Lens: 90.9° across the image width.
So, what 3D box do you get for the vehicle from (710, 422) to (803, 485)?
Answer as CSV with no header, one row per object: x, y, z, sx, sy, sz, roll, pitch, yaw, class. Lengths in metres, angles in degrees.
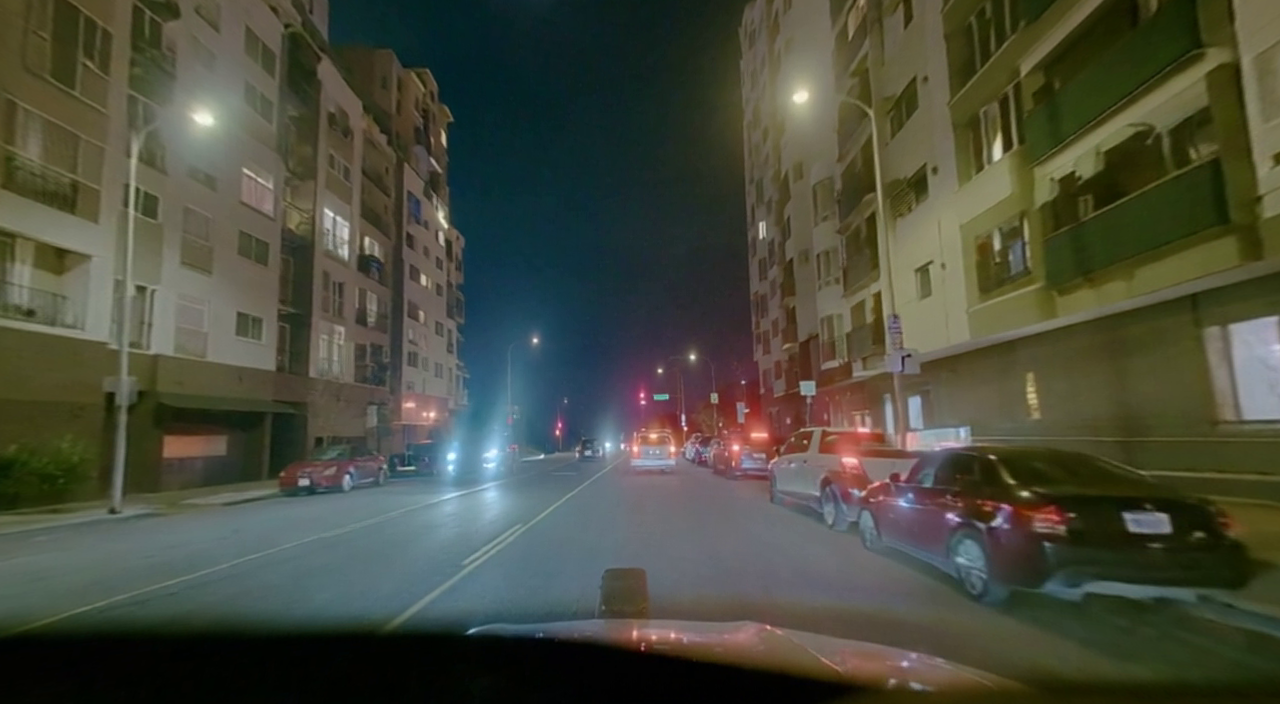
3.671,3.339,20.825,2.158,1.828,4.573,0,-9,-1,vehicle

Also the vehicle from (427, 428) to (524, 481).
-6.141,3.916,24.281,2.345,1.831,4.828,0,-9,1,vehicle

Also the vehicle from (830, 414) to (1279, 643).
3.582,1.494,6.422,2.033,1.470,4.502,0,-9,2,vehicle

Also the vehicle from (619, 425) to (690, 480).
0.493,3.551,22.393,2.261,1.740,4.065,0,-9,1,vehicle

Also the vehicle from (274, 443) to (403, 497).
-9.274,3.642,19.879,2.021,1.474,4.337,0,-9,-1,vehicle

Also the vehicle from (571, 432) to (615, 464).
-2.669,5.613,36.935,2.219,1.746,4.197,0,-9,0,vehicle
